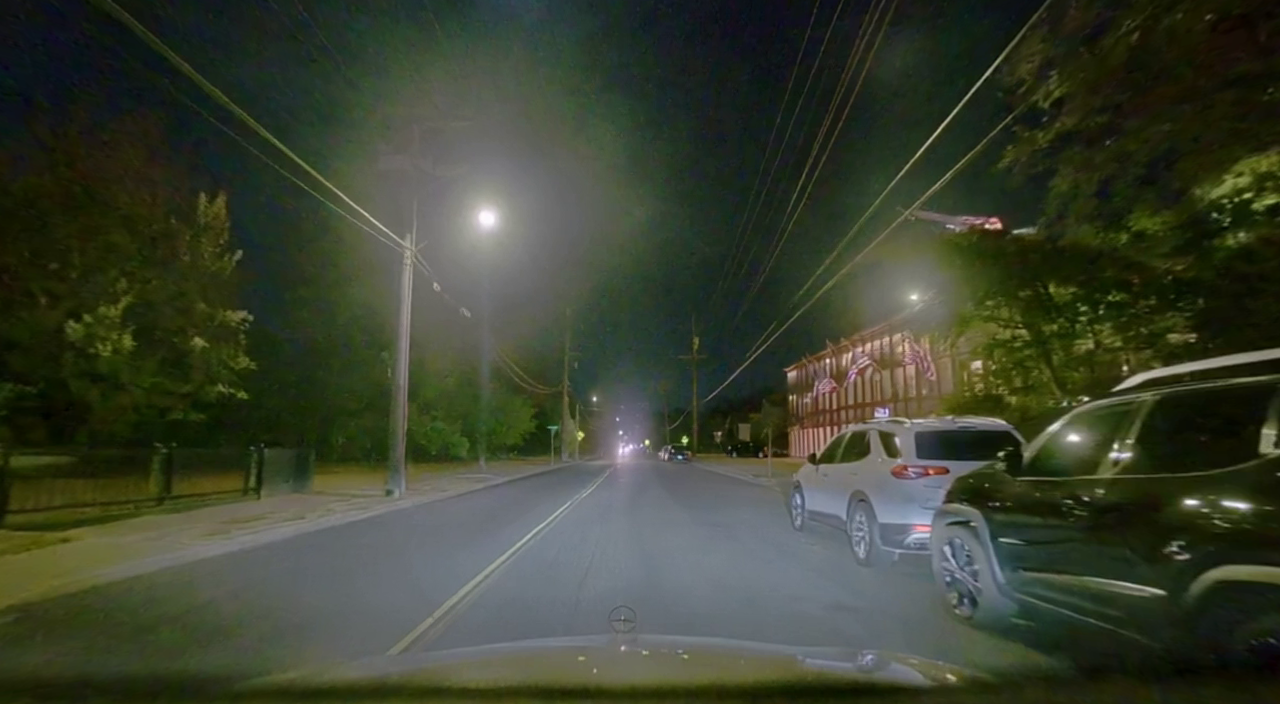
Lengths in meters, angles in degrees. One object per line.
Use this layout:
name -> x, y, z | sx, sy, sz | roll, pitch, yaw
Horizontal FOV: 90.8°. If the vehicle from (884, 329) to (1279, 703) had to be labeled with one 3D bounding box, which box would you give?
vehicle -> 3.529, 1.065, 4.045 | 2.061, 1.793, 5.100 | -1, -9, 2
